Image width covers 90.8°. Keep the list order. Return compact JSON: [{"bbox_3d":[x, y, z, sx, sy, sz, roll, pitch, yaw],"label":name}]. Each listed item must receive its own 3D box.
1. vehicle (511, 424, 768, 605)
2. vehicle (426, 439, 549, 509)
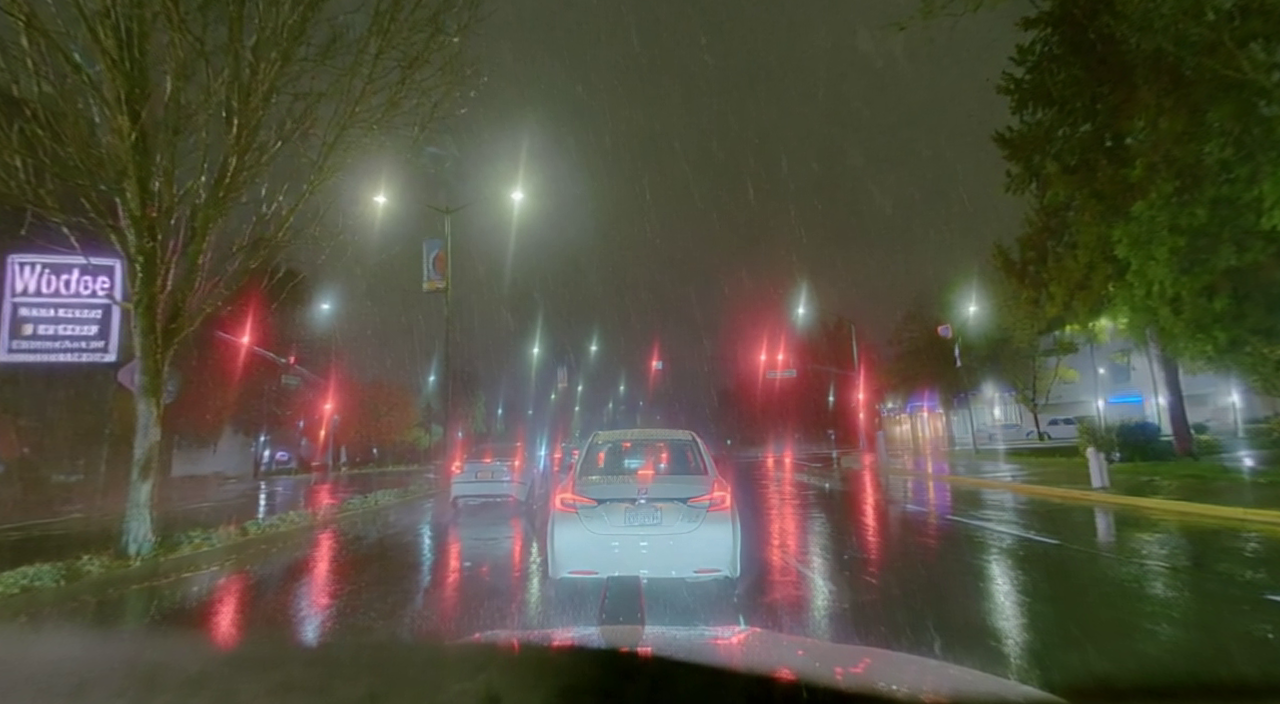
[{"bbox_3d":[-0.056,1.639,7.293,2.126,1.475,3.967,0,-8,-2],"label":"vehicle"},{"bbox_3d":[-3.493,2.864,15.402,1.952,1.431,4.383,0,-8,-1],"label":"vehicle"}]
